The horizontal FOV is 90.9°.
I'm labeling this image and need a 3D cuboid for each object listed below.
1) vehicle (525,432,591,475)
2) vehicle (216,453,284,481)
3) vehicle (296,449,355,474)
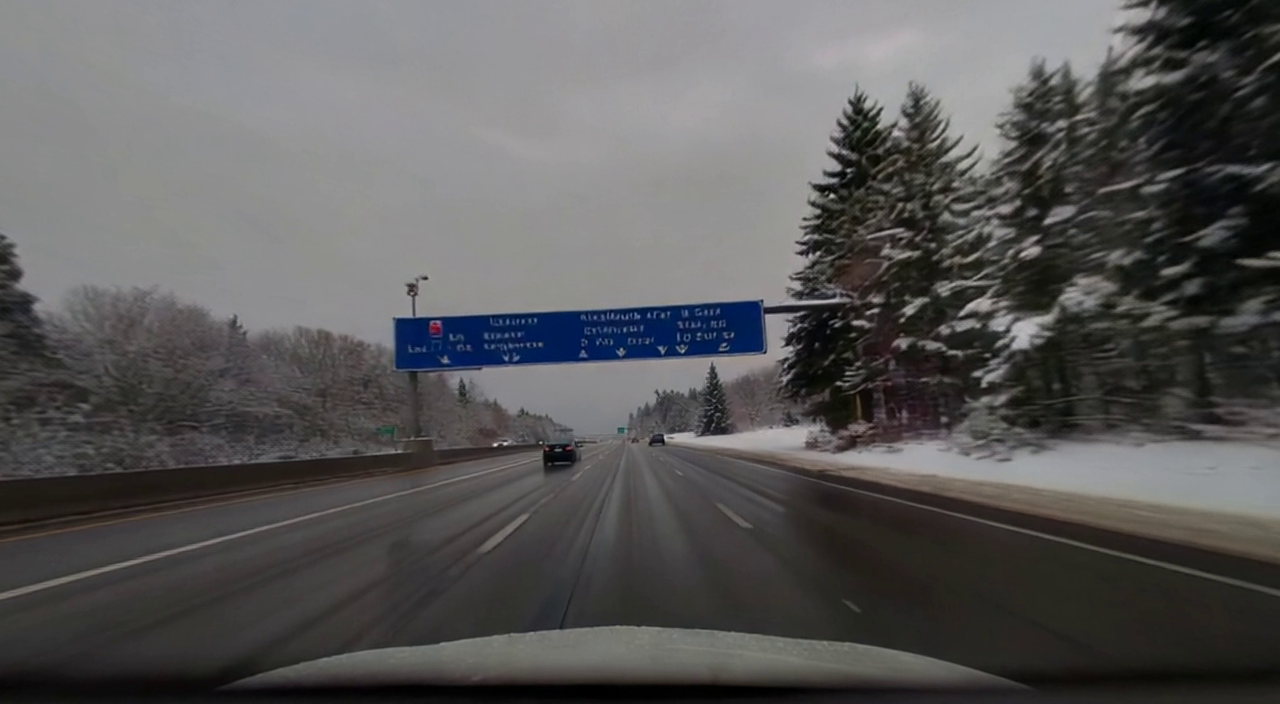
[{"bbox_3d":[-3.036,3.848,24.172,2.000,1.491,3.913,0,-8,0],"label":"vehicle"},{"bbox_3d":[-22.896,6.743,37.144,1.641,1.400,3.729,-1,-8,-1],"label":"vehicle"},{"bbox_3d":[-19.974,6.965,40.171,1.794,1.388,3.768,-1,-8,-1],"label":"vehicle"}]
